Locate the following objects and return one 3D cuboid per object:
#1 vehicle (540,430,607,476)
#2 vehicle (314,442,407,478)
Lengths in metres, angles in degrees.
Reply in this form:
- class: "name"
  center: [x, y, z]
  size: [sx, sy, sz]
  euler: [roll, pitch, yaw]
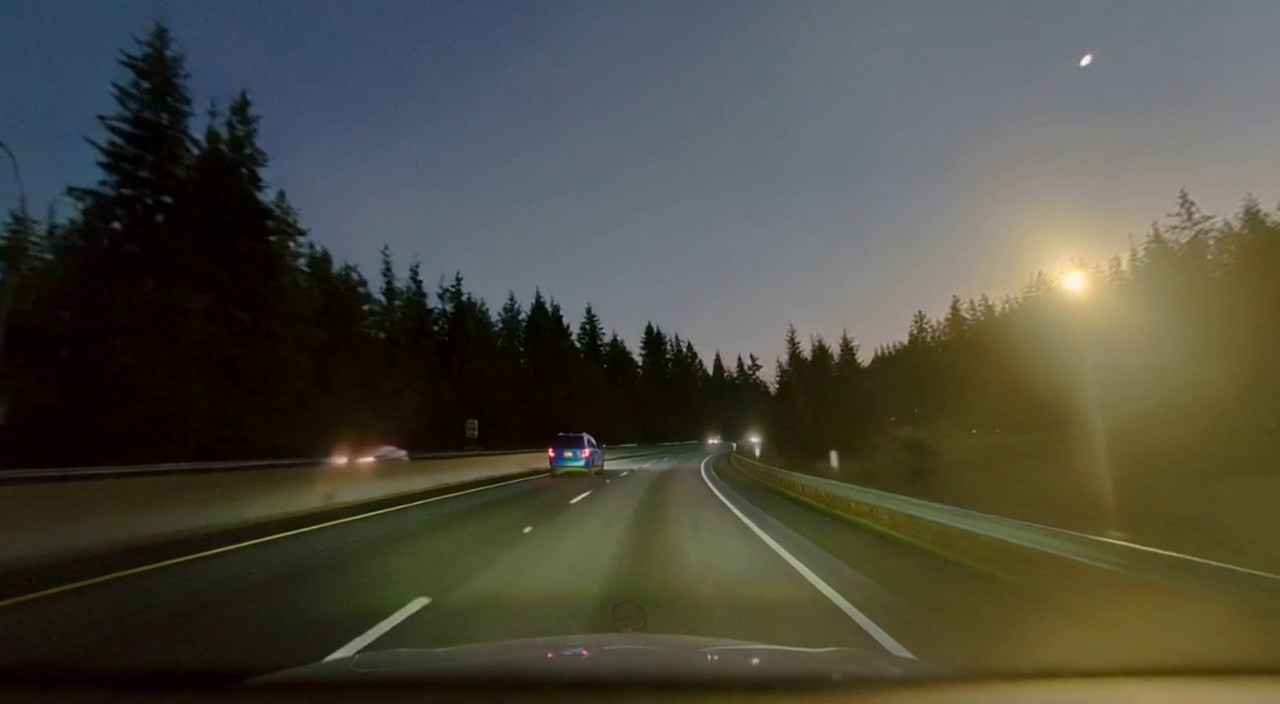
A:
- class: "vehicle"
  center: [-2.694, 4.273, 26.802]
  size: [2.005, 1.752, 4.479]
  euler: [-1, -8, 5]
- class: "vehicle"
  center: [-12.439, 4.815, 28.404]
  size: [1.928, 1.470, 4.302]
  euler: [-1, -8, 5]
